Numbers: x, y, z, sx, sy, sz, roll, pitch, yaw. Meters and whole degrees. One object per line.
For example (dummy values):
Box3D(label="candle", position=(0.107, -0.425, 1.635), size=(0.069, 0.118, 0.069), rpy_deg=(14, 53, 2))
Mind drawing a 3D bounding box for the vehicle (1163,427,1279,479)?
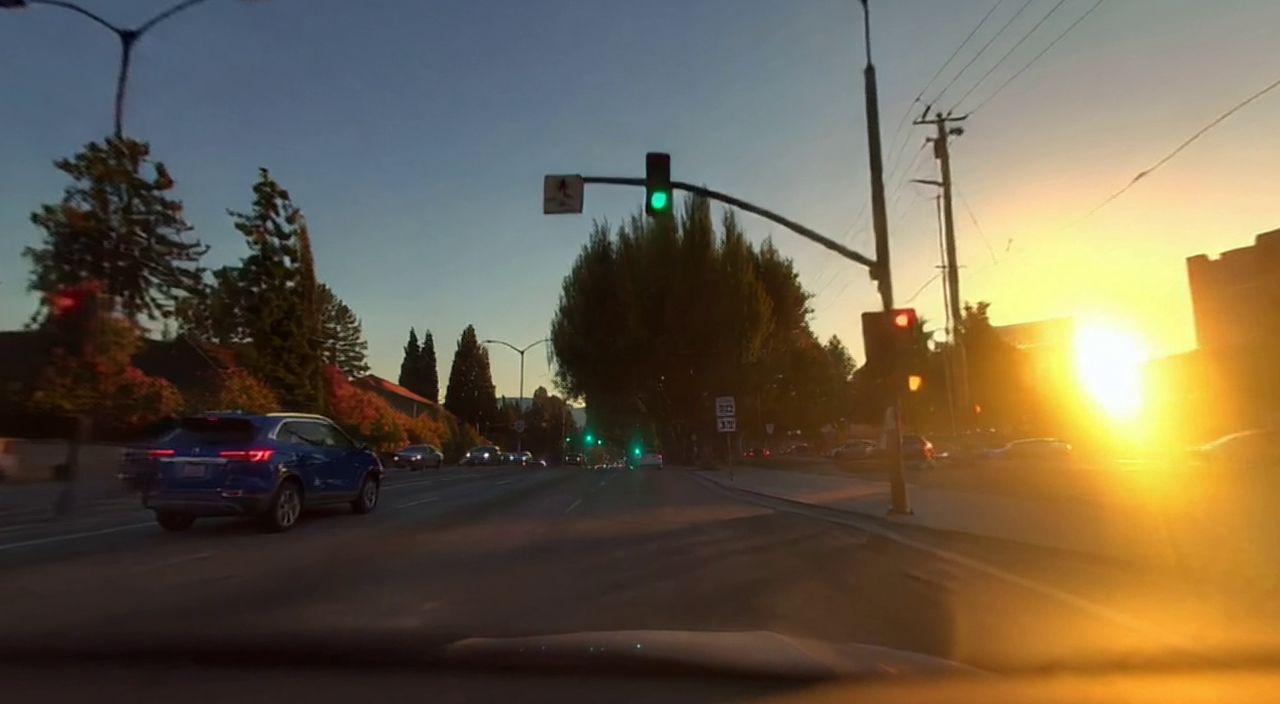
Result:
Box3D(label="vehicle", position=(18.880, 2.967, 18.694), size=(1.947, 1.477, 4.661), rpy_deg=(2, -8, -21))

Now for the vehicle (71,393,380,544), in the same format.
Box3D(label="vehicle", position=(-6.168, 1.793, 10.211), size=(2.027, 1.908, 4.273), rpy_deg=(0, -8, 0))

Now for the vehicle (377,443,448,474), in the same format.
Box3D(label="vehicle", position=(-12.248, 5.740, 34.235), size=(2.077, 1.505, 4.714), rpy_deg=(0, -8, 0))

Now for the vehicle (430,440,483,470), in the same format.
Box3D(label="vehicle", position=(-11.697, 6.604, 40.496), size=(2.042, 1.801, 4.378), rpy_deg=(0, -8, 1))

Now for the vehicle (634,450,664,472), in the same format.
Box3D(label="vehicle", position=(0.659, 8.004, 46.431), size=(2.091, 1.494, 3.962), rpy_deg=(0, -8, 0))

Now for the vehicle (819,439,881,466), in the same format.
Box3D(label="vehicle", position=(12.753, 6.141, 38.534), size=(1.884, 1.522, 4.642), rpy_deg=(1, -8, -4))

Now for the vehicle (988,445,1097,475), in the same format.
Box3D(label="vehicle", position=(21.855, 5.891, 34.517), size=(1.933, 1.487, 5.136), rpy_deg=(3, -9, -12))

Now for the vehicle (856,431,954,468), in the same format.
Box3D(label="vehicle", position=(13.470, 4.995, 32.385), size=(1.950, 1.697, 4.906), rpy_deg=(3, -9, -16))
